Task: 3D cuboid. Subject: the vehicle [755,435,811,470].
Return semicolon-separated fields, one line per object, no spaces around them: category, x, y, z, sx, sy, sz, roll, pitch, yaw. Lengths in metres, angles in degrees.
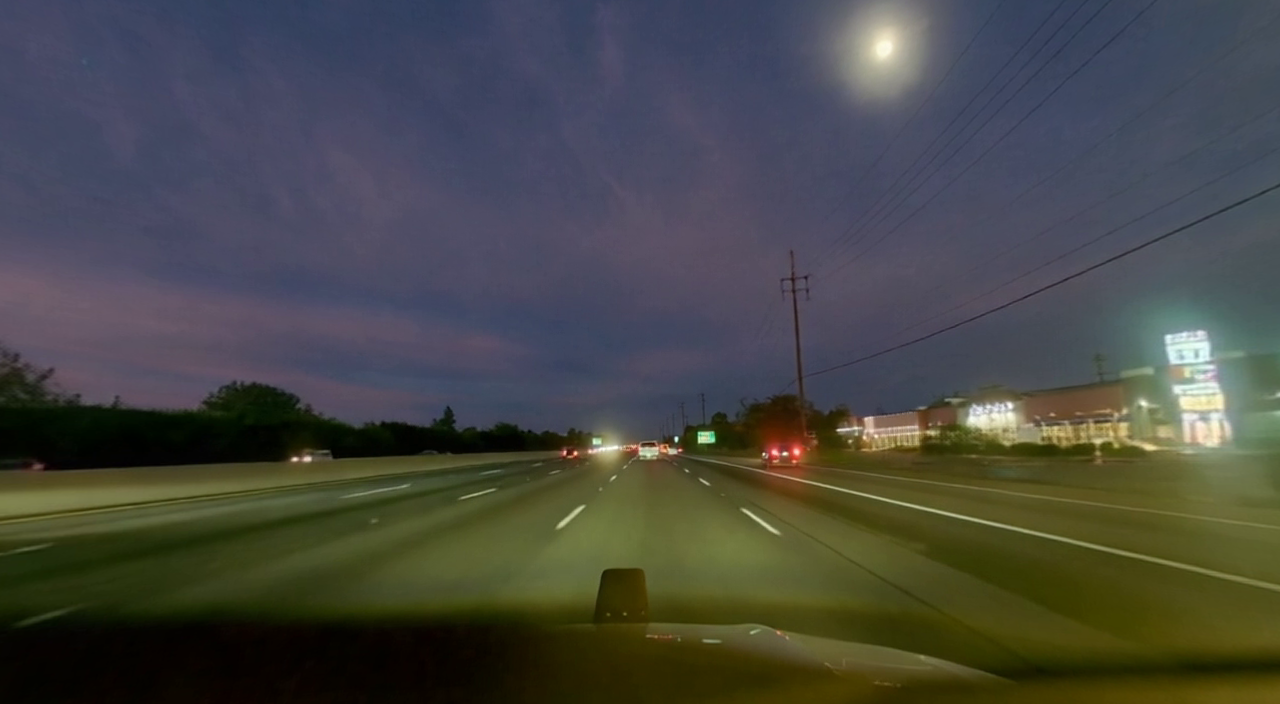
vehicle;7.649;5.418;34.121;1.937;1.698;4.322;0;-8;-1
